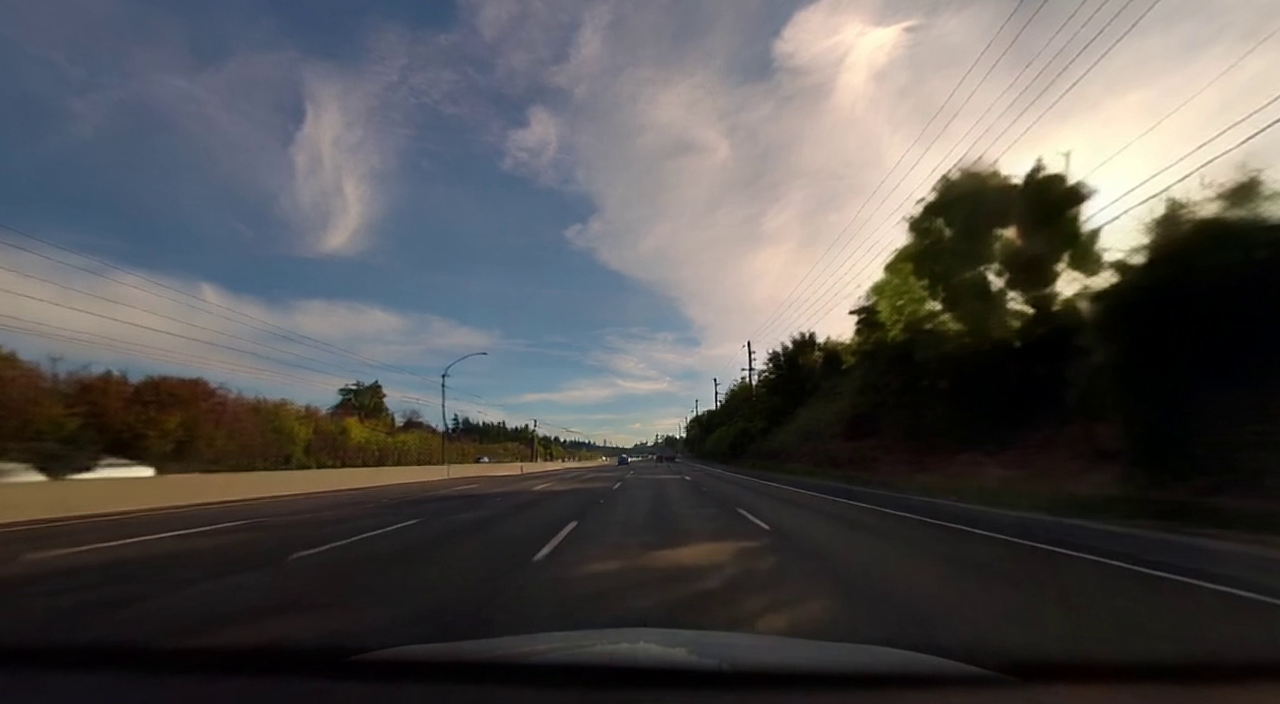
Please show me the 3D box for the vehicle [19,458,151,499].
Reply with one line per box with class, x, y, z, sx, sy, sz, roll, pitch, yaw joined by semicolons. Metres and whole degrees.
vehicle;-21.910;4.974;25.094;1.789;1.430;3.710;0;-9;1
